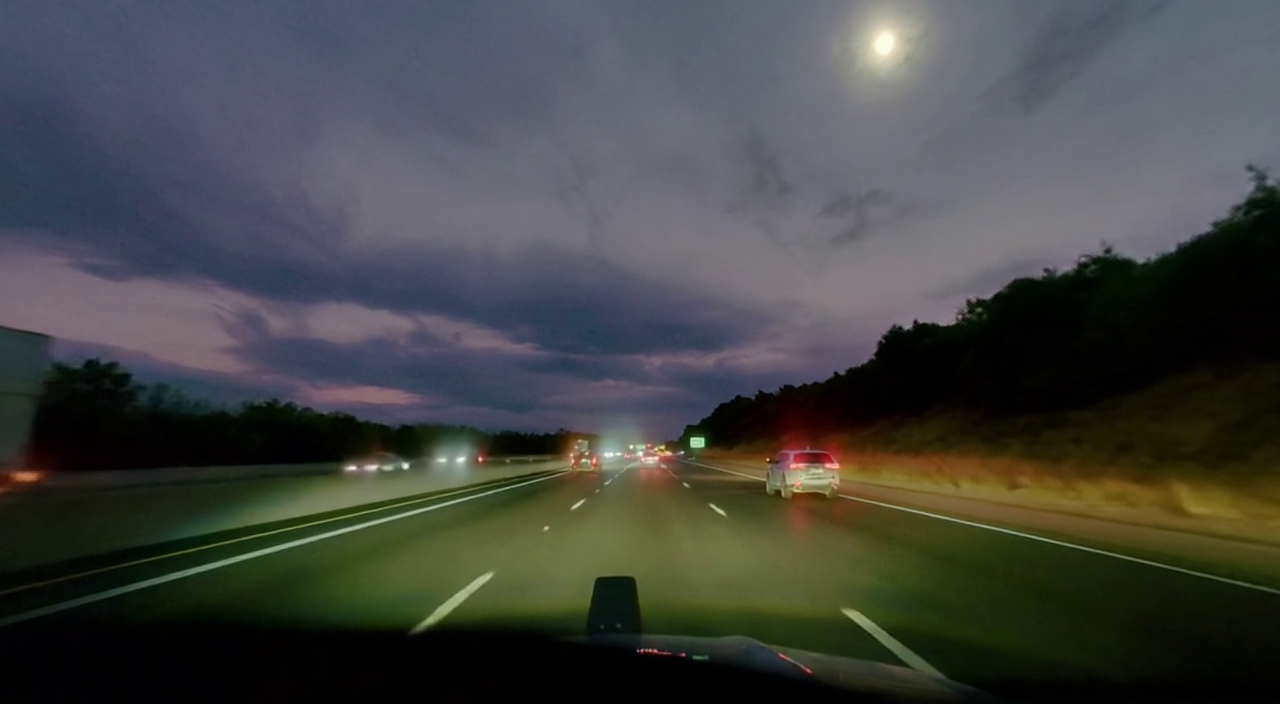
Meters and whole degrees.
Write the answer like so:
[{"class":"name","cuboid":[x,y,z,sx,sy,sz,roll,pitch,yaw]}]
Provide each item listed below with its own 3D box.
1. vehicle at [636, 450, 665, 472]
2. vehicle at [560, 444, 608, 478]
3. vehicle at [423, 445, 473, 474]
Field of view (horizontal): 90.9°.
[{"class":"vehicle","cuboid":[0.772,7.996,46.454,2.036,1.519,4.225,0,-9,0]},{"class":"vehicle","cuboid":[-2.985,5.958,34.652,2.143,1.770,4.283,0,-9,1]},{"class":"vehicle","cuboid":[-13.444,7.560,44.471,2.072,1.878,4.726,0,-9,-1]}]
